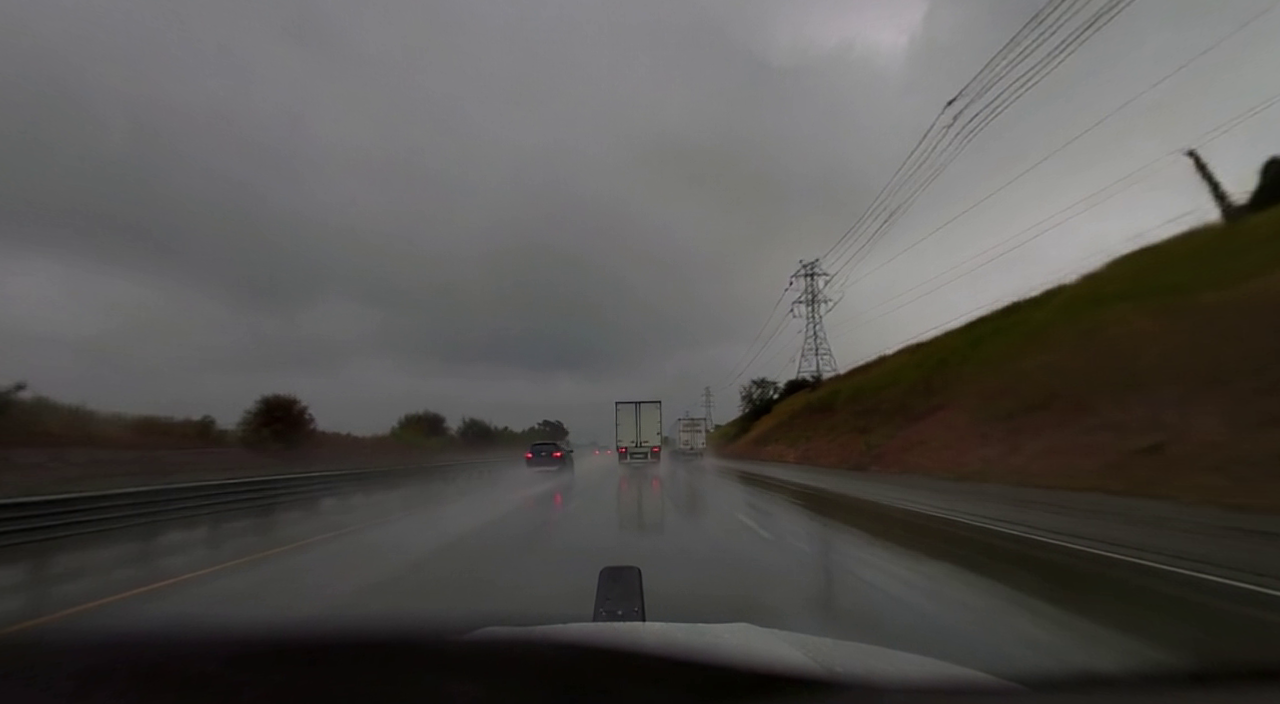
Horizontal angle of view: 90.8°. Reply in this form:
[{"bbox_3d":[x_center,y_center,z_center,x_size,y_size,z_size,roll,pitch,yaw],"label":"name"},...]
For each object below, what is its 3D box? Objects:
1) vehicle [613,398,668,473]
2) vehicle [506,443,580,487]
[{"bbox_3d":[0.081,5.355,39.712,2.985,4.025,10.982,0,-9,1],"label":"vehicle"},{"bbox_3d":[-3.695,4.383,24.886,2.128,1.533,4.694,0,-9,1],"label":"vehicle"}]
